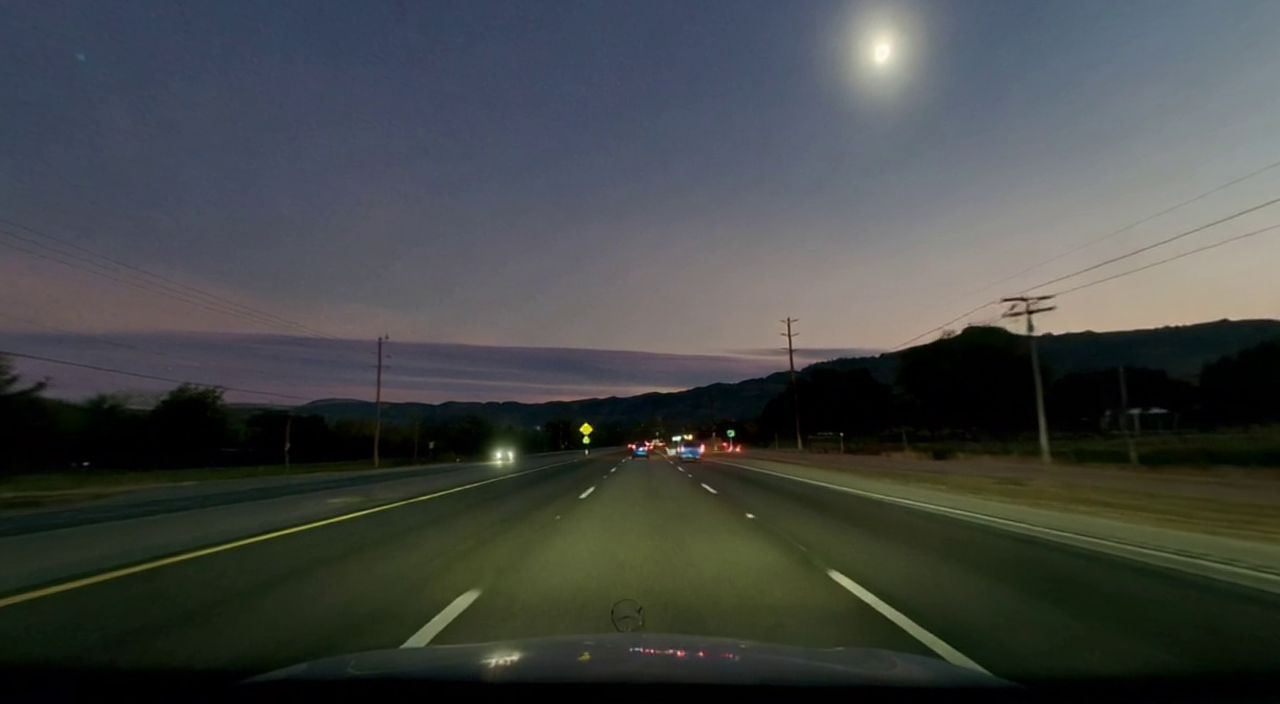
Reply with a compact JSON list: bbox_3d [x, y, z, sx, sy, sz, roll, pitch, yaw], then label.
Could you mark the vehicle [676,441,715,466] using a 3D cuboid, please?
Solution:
[{"bbox_3d":[3.561,6.591,41.302,2.148,1.538,4.430,0,-8,0],"label":"vehicle"}]
